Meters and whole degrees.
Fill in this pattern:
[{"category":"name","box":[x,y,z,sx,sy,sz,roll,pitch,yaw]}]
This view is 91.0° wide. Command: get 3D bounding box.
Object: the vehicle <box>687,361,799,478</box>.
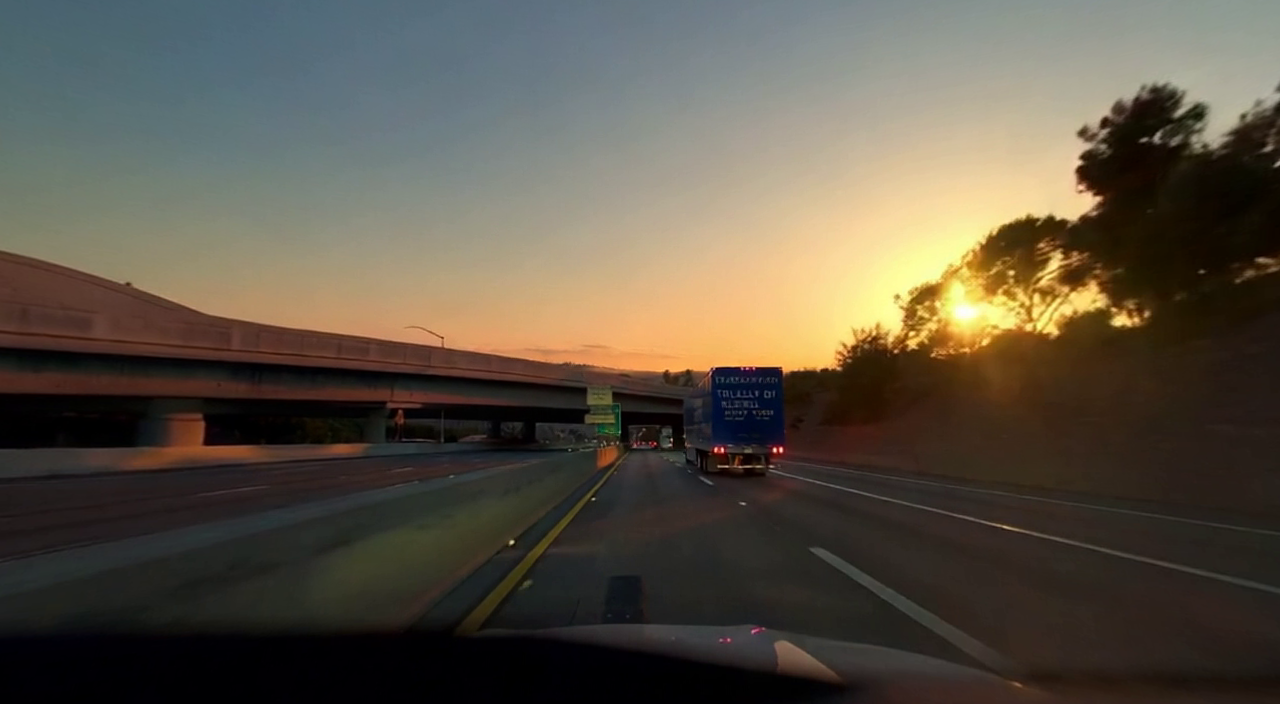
[{"category":"vehicle","box":[4.124,3.358,29.123,3.006,4.093,14.142,0,-8,1]}]
